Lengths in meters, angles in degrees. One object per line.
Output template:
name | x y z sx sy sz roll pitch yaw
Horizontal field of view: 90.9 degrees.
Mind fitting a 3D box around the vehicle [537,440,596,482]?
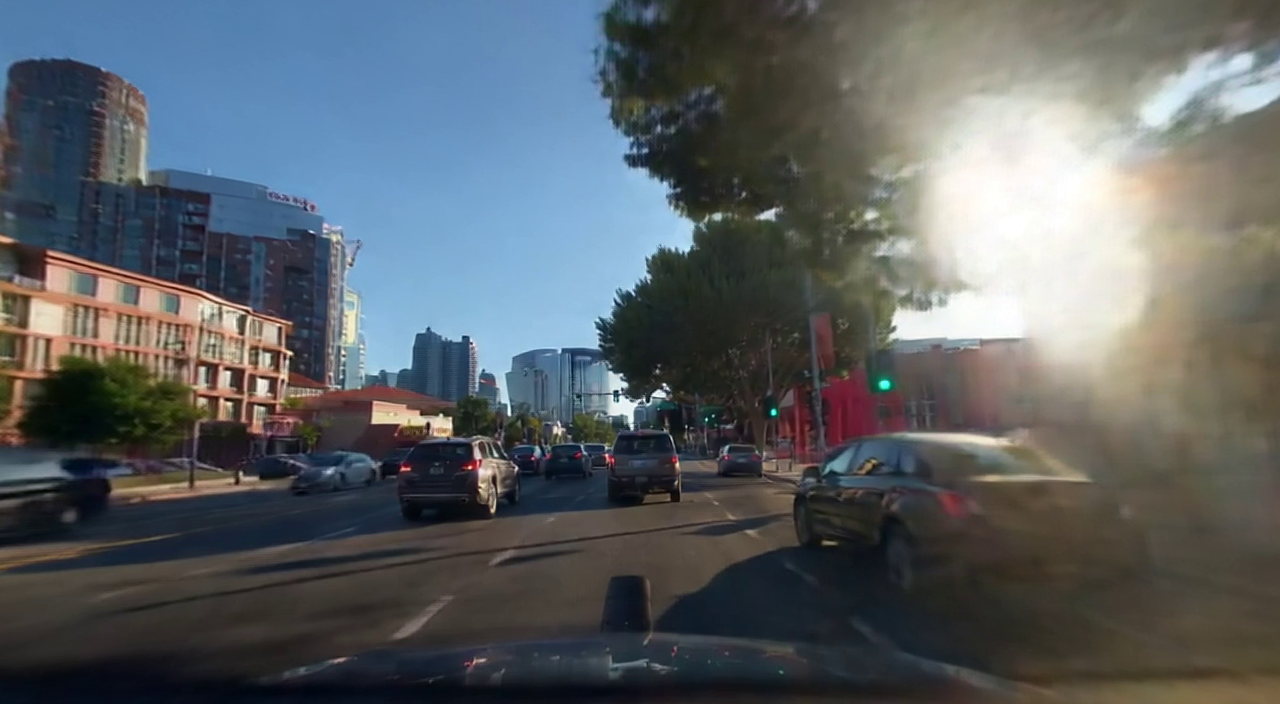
vehicle | -3.035 4.590 26.841 1.894 1.642 3.861 0 -8 2

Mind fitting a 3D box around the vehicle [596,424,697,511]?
vehicle | 0.176 2.679 15.054 2.075 1.770 4.018 0 -8 1

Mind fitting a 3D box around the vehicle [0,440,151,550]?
vehicle | -10.961 2.326 10.472 1.948 1.691 4.532 0 -8 1

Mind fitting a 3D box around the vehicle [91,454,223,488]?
vehicle | -29.648 7.270 38.966 2.021 1.802 5.987 -5 -10 30

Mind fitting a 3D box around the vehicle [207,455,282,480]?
vehicle | -29.250 8.548 46.713 4.337 1.690 1.875 -1 -8 5

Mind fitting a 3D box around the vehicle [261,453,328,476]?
vehicle | -27.169 8.836 49.631 4.221 1.703 1.930 -1 -8 6

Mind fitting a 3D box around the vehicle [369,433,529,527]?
vehicle | -3.680 2.529 13.054 1.886 1.599 4.247 0 -8 1

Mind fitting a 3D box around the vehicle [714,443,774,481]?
vehicle | 4.259 4.561 26.490 1.986 1.457 4.566 0 -8 3

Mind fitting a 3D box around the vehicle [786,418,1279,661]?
vehicle | 2.977 1.490 6.168 2.030 1.492 4.383 0 -8 0
